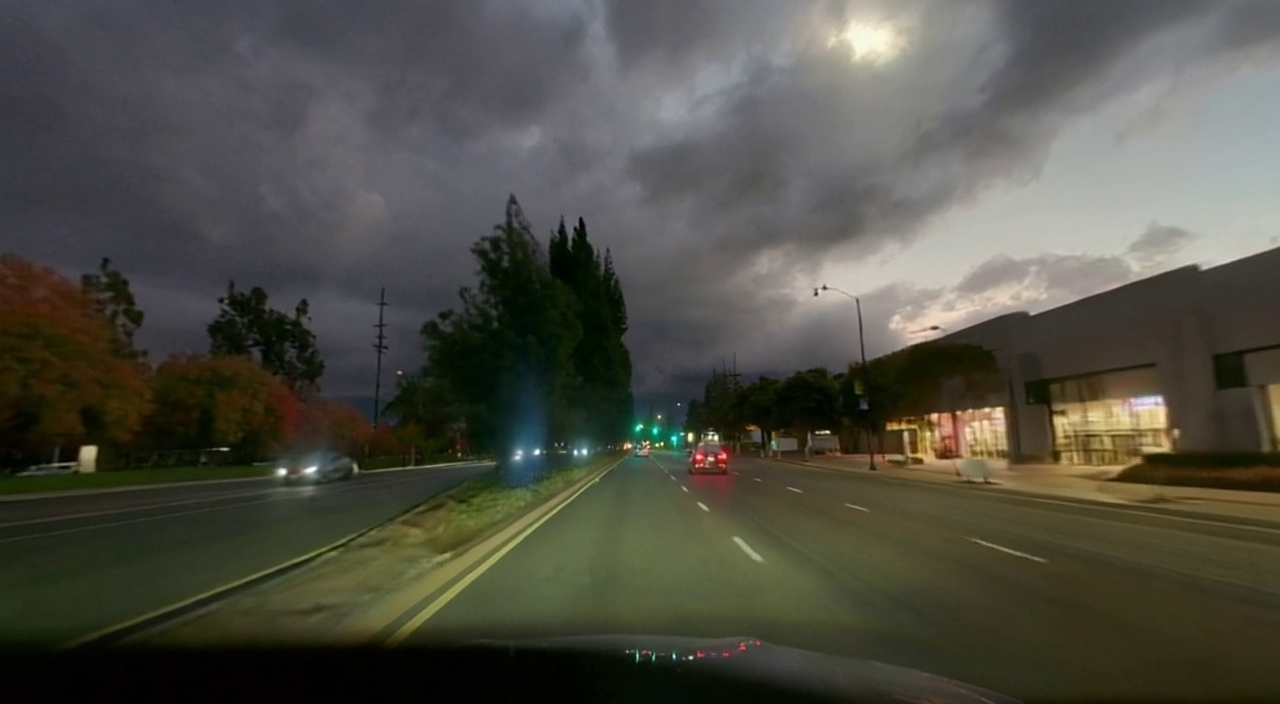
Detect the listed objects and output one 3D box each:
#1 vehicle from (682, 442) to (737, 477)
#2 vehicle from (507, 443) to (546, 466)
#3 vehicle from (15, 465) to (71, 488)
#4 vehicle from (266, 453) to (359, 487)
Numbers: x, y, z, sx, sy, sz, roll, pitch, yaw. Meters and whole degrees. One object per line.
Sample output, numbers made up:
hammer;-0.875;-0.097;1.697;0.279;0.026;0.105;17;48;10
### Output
vehicle;3.157;5.006;29.631;1.983;1.482;4.463;0;-9;-1
vehicle;-8.870;8.087;49.863;2.157;1.720;4.563;0;-9;1
vehicle;-45.413;9.433;48.159;1.856;1.488;4.394;5;-10;-28
vehicle;-15.601;5.613;30.418;2.000;1.452;4.469;0;-9;1
